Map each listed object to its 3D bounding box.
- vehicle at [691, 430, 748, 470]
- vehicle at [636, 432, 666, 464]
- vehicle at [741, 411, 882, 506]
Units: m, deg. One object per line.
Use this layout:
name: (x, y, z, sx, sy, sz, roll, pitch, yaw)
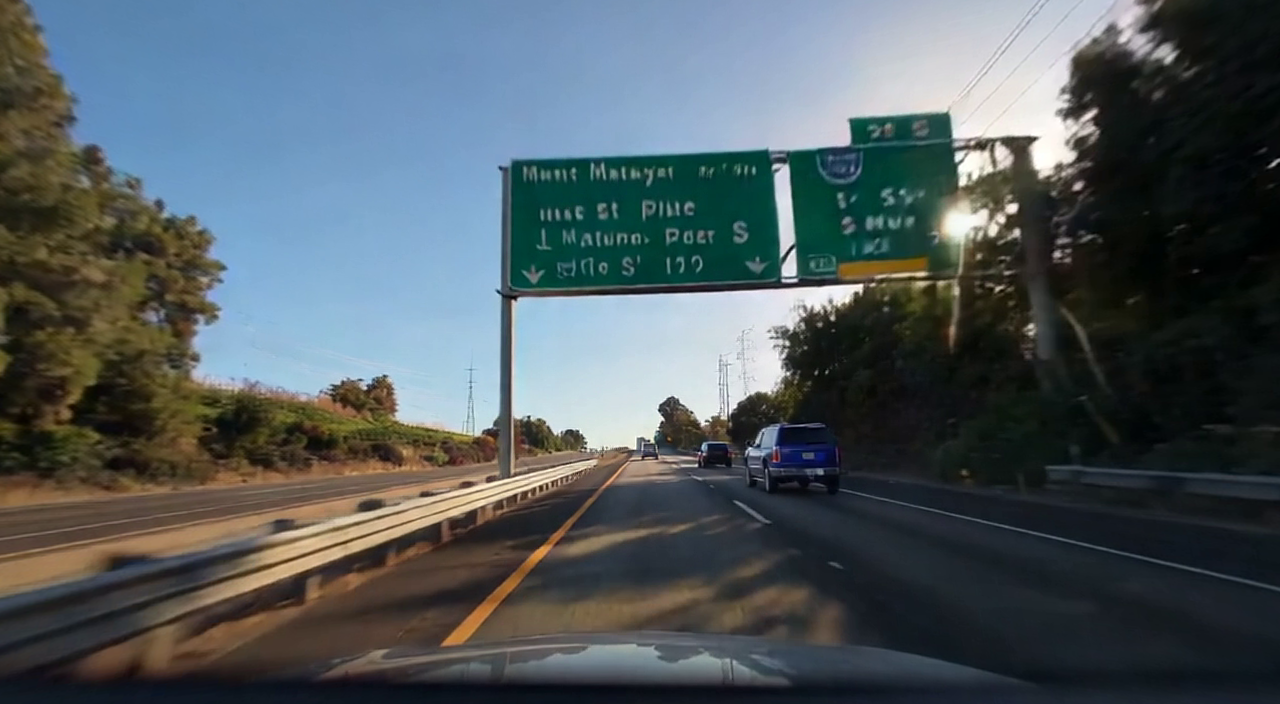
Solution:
vehicle: (4.587, 5.755, 37.281, 2.594, 2.155, 5.670, 0, -8, 0)
vehicle: (0.790, 7.289, 47.899, 2.099, 2.260, 4.899, 0, -8, -1)
vehicle: (4.184, 2.712, 16.452, 2.145, 2.069, 5.057, 0, -8, -1)
